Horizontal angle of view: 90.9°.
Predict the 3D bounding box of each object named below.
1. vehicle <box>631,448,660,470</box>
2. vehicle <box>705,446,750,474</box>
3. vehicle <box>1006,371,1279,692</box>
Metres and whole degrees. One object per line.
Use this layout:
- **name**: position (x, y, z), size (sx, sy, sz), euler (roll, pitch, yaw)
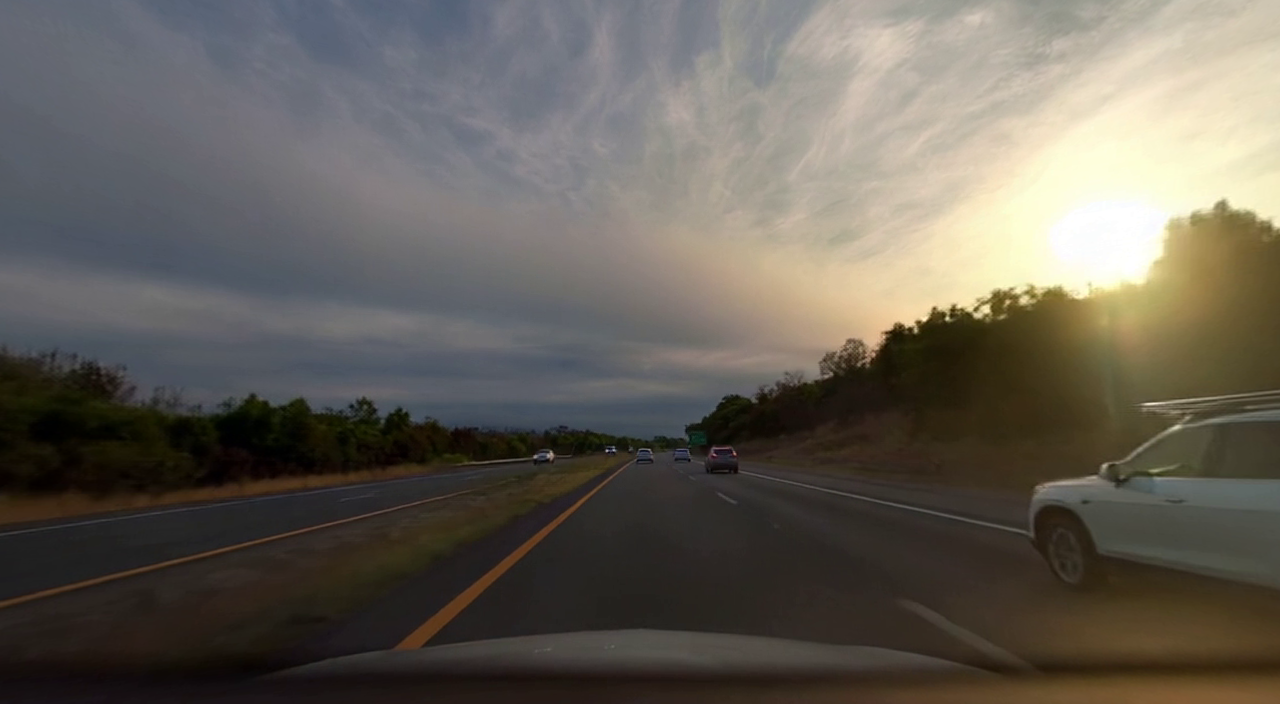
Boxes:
- **vehicle**: position (0.383, 7.853, 46.364), size (1.991, 1.459, 3.769), euler (0, -9, 0)
- **vehicle**: position (4.938, 6.159, 36.131), size (1.964, 1.513, 3.707), euler (0, -9, -1)
- **vehicle**: position (4.225, 0.940, 3.424), size (1.978, 1.604, 4.128), euler (0, -9, 1)
